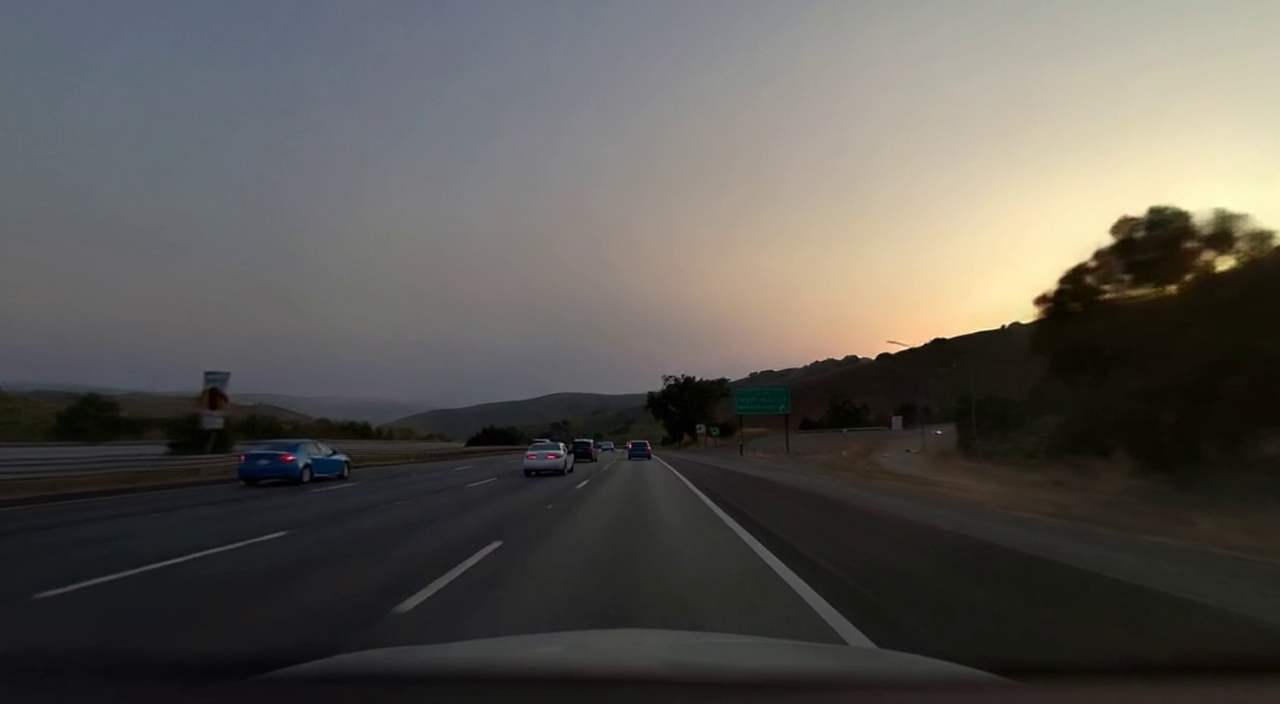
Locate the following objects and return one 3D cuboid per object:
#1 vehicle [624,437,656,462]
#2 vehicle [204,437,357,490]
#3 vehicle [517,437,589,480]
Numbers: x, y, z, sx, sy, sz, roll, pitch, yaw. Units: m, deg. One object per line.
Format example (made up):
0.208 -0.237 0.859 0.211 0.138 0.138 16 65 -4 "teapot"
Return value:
0.016 6.990 45.291 2.138 1.674 4.044 0 -8 0 "vehicle"
-11.234 3.496 20.250 1.945 1.466 4.947 -1 -8 1 "vehicle"
-3.317 4.152 24.923 2.080 1.505 4.649 -1 -8 1 "vehicle"
